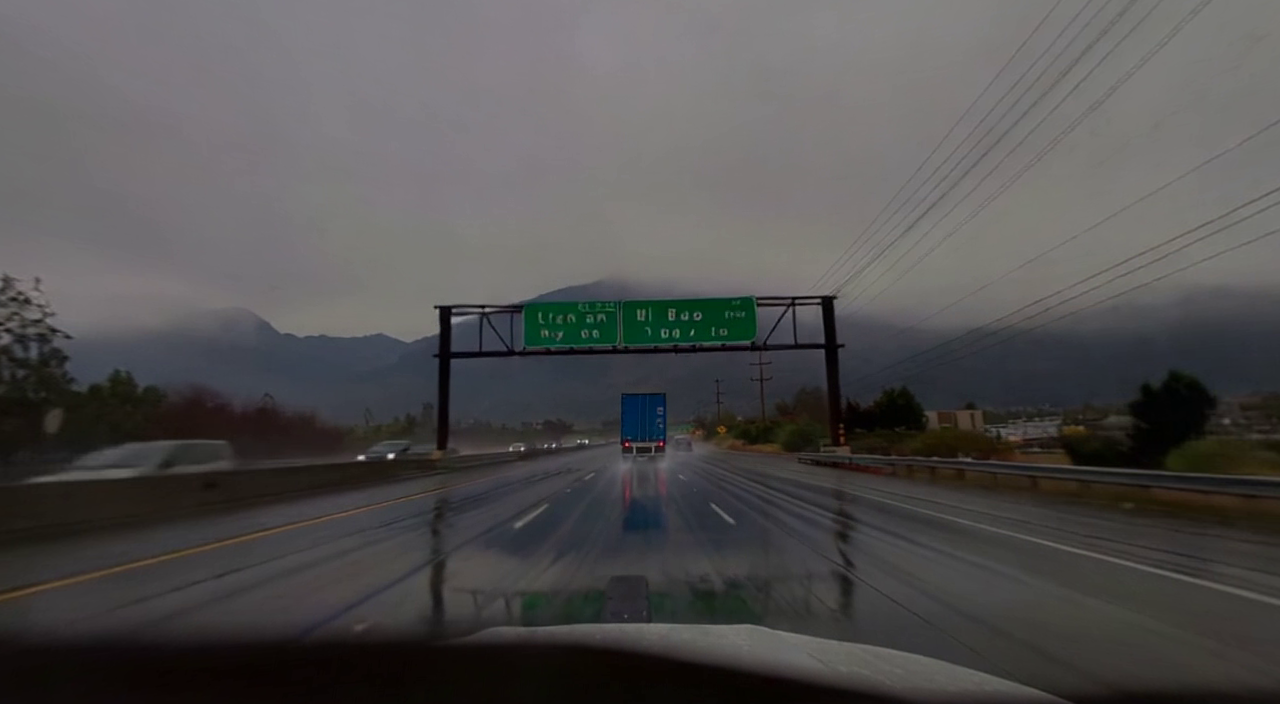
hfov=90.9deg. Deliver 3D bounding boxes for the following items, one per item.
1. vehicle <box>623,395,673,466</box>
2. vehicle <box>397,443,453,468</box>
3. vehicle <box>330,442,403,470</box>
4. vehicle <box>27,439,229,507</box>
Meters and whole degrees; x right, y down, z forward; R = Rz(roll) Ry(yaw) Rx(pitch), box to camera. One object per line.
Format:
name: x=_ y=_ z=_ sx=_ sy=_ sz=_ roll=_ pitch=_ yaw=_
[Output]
vehicle: x=0.369 y=5.418 z=42.642 sx=2.919 sy=4.101 sz=11.541 roll=0 pitch=-8 yaw=-1
vehicle: x=-15.885 y=7.644 z=46.948 sx=2.048 sy=1.702 sz=6.079 roll=0 pitch=-8 yaw=1
vehicle: x=-20.000 y=7.619 z=46.413 sx=3.060 sy=1.932 sz=5.089 roll=-1 pitch=-8 yaw=0
vehicle: x=-15.967 y=3.751 z=20.165 sx=2.107 sy=1.872 sz=5.115 roll=0 pitch=-8 yaw=0
